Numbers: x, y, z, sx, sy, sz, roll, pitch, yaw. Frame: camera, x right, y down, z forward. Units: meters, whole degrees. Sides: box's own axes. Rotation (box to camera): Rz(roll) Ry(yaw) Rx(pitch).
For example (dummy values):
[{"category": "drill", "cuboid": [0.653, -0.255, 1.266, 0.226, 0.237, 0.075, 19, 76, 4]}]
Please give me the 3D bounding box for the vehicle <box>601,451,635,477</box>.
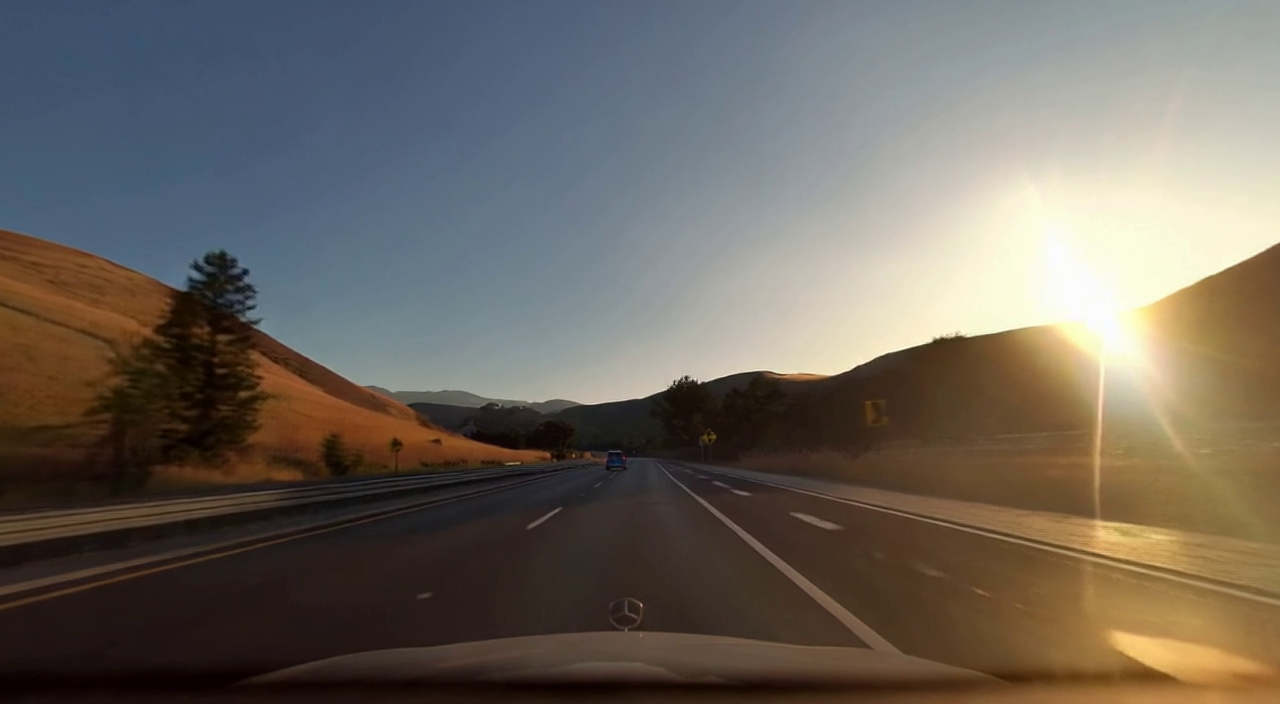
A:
[{"category": "vehicle", "cuboid": [-1.473, 7.629, 43.282, 2.053, 1.647, 4.252, 0, -9, 2]}]
